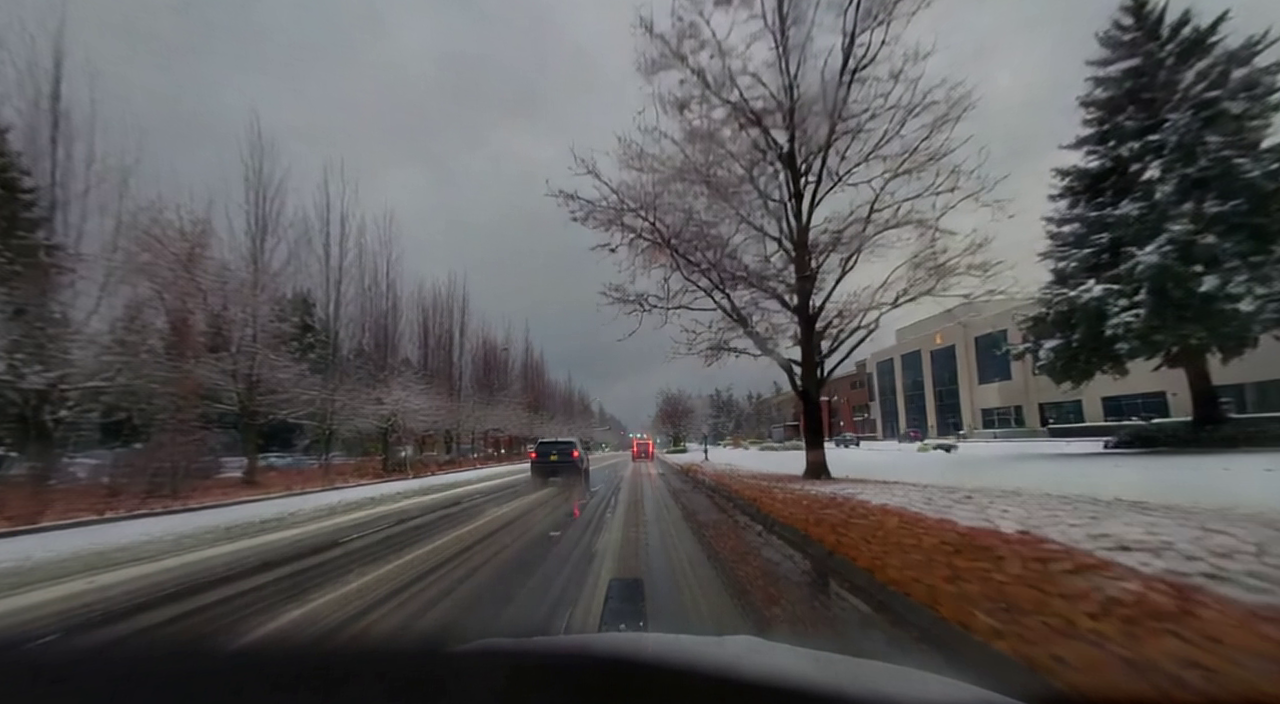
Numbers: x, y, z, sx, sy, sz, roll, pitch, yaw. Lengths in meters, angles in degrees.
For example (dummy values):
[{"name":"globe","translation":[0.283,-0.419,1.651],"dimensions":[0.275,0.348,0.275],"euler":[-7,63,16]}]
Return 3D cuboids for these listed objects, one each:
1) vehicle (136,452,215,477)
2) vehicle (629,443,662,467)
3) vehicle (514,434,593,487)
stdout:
[{"name":"vehicle","translation":[-31.039,7.518,42.234],"dimensions":[1.927,1.519,4.467],"euler":[0,-8,-1]},{"name":"vehicle","translation":[0.295,6.661,41.000],"dimensions":[2.040,1.493,3.682],"euler":[0,-8,-1]},{"name":"vehicle","translation":[-2.978,3.837,22.672],"dimensions":[2.197,1.709,4.069],"euler":[-1,-8,1]}]
